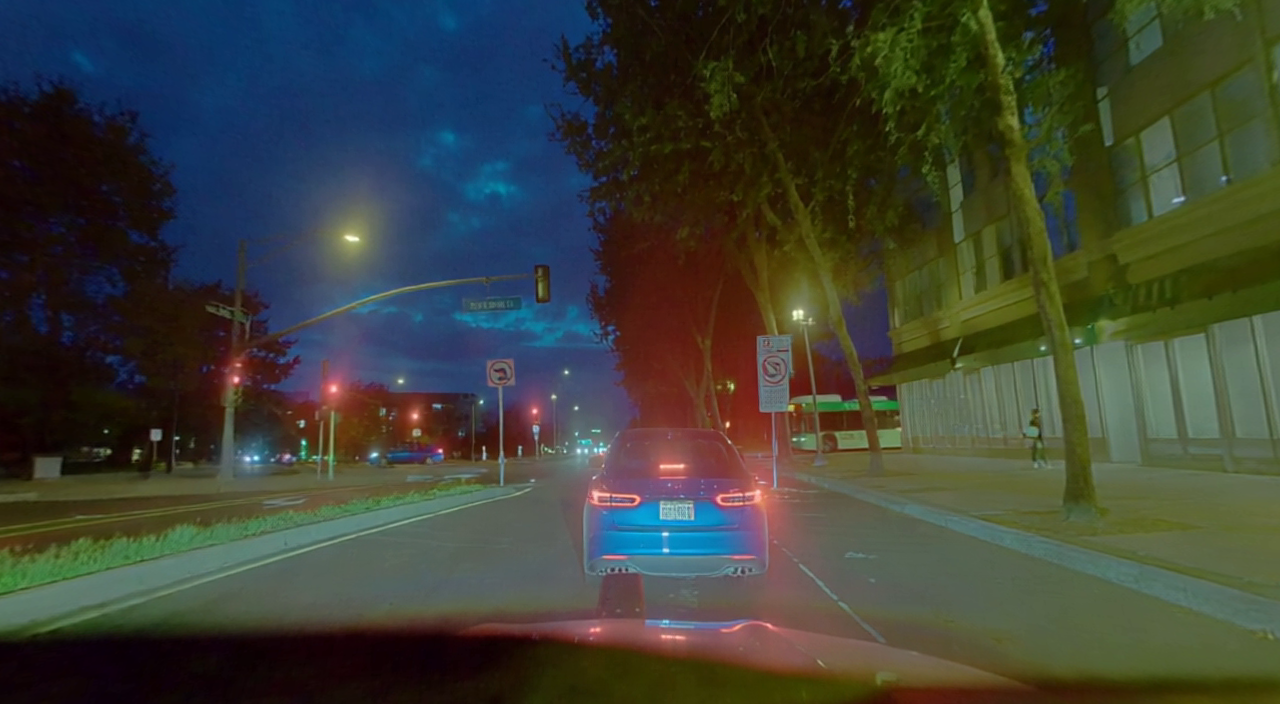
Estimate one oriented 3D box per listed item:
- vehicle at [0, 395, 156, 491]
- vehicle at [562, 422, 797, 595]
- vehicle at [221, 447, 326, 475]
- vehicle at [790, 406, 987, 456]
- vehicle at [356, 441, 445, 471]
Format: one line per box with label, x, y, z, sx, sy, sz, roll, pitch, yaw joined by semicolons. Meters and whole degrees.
vehicle;-25.912;3.647;25.362;2.692;3.685;10.153;-3;-9;20
vehicle;0.374;1.631;7.388;2.006;1.470;3.799;0;-8;1
vehicle;-20.989;6.209;36.418;1.883;1.461;4.830;-5;-10;30
vehicle;18.997;6.209;49.158;13.811;3.706;2.997;-1;-9;3
vehicle;-14.469;6.278;38.338;4.561;1.645;1.892;8;-12;-42
